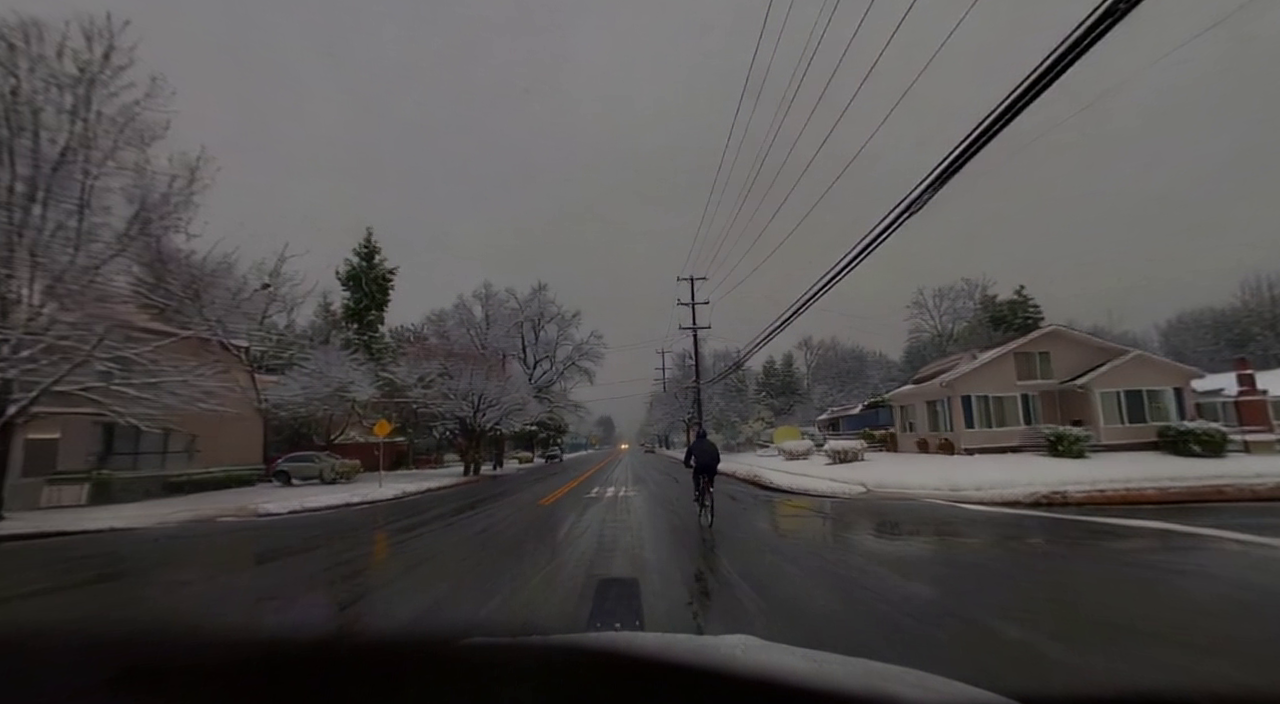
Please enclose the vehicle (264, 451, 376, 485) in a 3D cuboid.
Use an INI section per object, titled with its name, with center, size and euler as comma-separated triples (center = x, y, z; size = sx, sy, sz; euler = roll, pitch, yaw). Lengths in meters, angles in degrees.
[vehicle]
center = -14.637, 5.316, 29.059
size = 4.143, 1.480, 1.755
euler = 0, -8, -2
